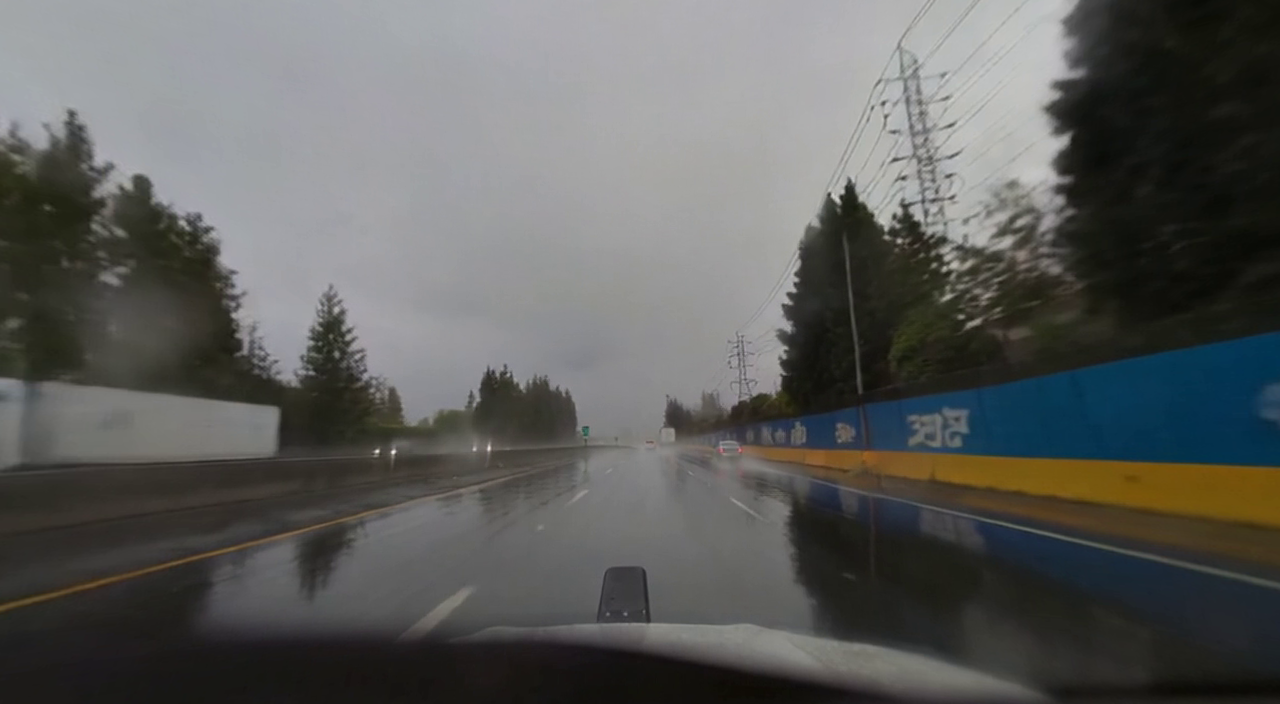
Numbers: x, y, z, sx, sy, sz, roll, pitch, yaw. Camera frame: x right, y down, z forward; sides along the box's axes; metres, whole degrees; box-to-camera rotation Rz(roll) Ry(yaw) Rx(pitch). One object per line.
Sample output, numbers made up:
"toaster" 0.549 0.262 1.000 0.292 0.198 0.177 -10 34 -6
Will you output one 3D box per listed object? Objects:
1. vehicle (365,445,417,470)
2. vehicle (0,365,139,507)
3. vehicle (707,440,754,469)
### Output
"vehicle" -18.841 7.949 47.752 2.011 1.816 4.516 0 -8 1
"vehicle" -19.112 2.547 18.848 2.965 3.866 6.042 0 -8 0
"vehicle" 4.952 5.637 34.872 1.991 1.494 3.951 0 -8 0
